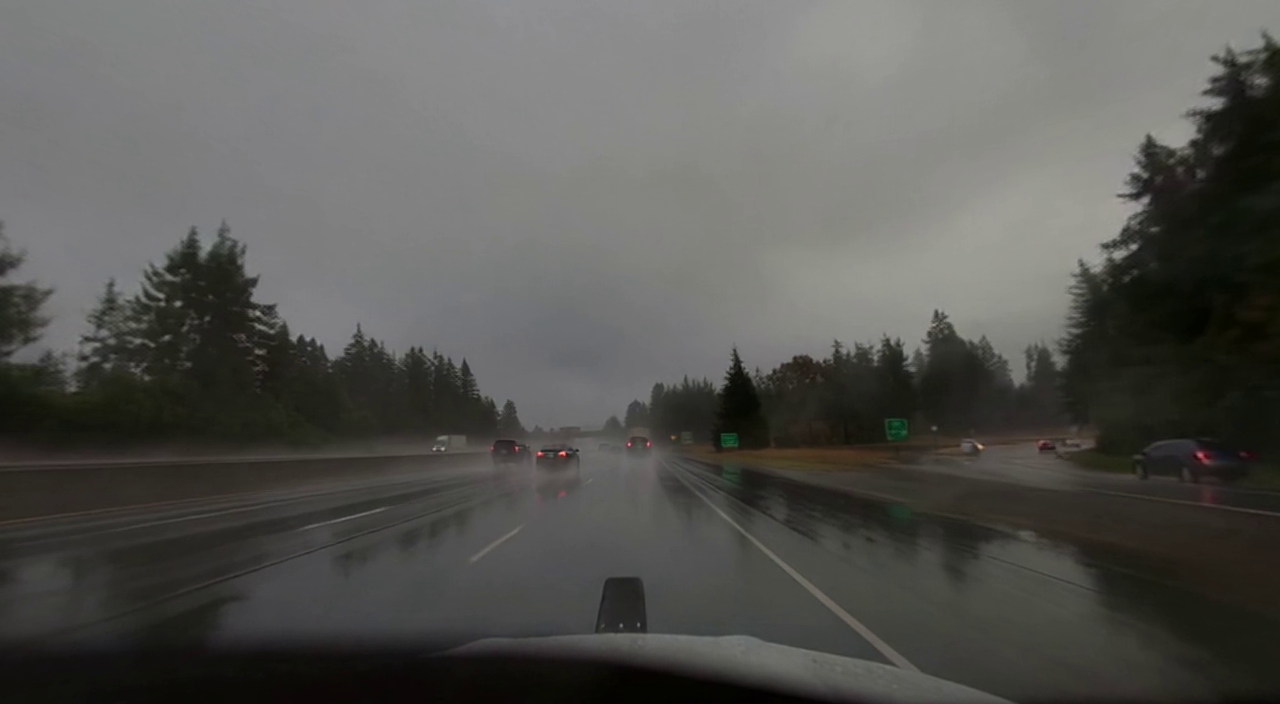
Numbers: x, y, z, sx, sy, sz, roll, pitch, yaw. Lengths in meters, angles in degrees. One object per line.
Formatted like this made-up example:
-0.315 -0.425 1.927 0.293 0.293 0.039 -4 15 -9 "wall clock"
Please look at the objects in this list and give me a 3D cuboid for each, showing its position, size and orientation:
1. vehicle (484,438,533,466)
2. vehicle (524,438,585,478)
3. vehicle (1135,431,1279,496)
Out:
-10.253 7.880 49.777 2.519 2.029 6.180 0 -9 0 "vehicle"
-3.784 4.766 28.550 2.094 1.695 4.260 0 -9 1 "vehicle"
18.539 3.541 20.346 2.200 1.827 4.822 -2 -9 16 "vehicle"
